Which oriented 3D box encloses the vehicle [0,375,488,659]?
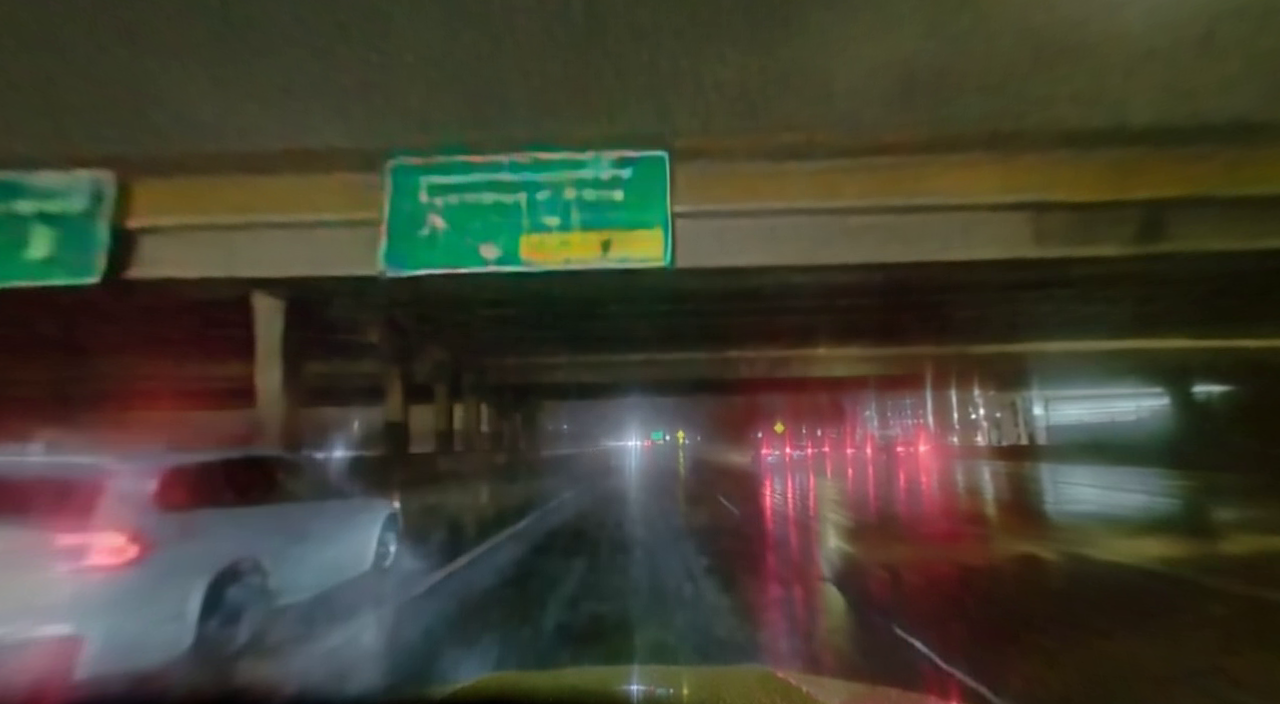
[{"bbox_3d":[-3.229,1.346,6.238,2.203,1.734,4.600,0,-9,1],"label":"vehicle"}]
